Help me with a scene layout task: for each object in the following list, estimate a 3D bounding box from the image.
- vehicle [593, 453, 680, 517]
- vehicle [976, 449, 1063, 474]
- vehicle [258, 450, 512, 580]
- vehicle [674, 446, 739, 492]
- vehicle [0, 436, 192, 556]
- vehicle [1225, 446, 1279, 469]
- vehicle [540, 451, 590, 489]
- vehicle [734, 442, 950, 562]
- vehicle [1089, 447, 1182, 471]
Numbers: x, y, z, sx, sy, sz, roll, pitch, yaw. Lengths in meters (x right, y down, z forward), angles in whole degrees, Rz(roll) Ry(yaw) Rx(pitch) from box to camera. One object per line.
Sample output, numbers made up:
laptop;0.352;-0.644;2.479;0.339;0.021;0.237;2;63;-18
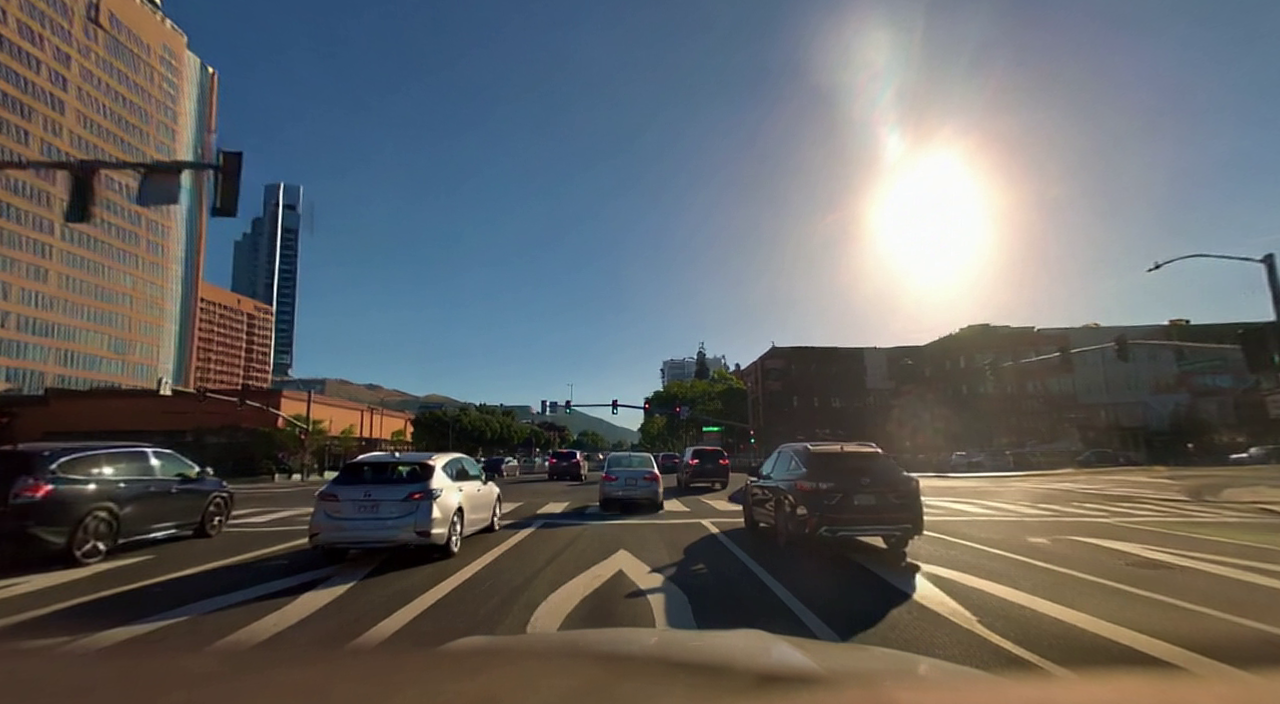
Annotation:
vehicle;-0.123;3.529;17.259;2.098;1.461;3.958;0;-8;-1
vehicle;23.741;6.843;39.603;4.255;1.465;1.936;0;-9;-3
vehicle;-3.436;2.258;9.677;2.045;1.463;4.490;0;-8;0
vehicle;2.724;4.892;26.938;2.138;1.778;4.422;0;-8;-2
vehicle;-10.179;2.325;10.775;1.934;1.713;4.281;0;-8;-1
vehicle;40.027;6.624;39.724;4.644;1.430;1.781;0;-8;-1
vehicle;-3.719;5.903;31.997;2.033;1.714;4.278;0;-8;0
vehicle;3.060;2.363;10.921;1.996;1.566;4.917;0;-8;-2
vehicle;31.108;6.741;39.743;4.357;1.444;1.783;0;-8;-2
